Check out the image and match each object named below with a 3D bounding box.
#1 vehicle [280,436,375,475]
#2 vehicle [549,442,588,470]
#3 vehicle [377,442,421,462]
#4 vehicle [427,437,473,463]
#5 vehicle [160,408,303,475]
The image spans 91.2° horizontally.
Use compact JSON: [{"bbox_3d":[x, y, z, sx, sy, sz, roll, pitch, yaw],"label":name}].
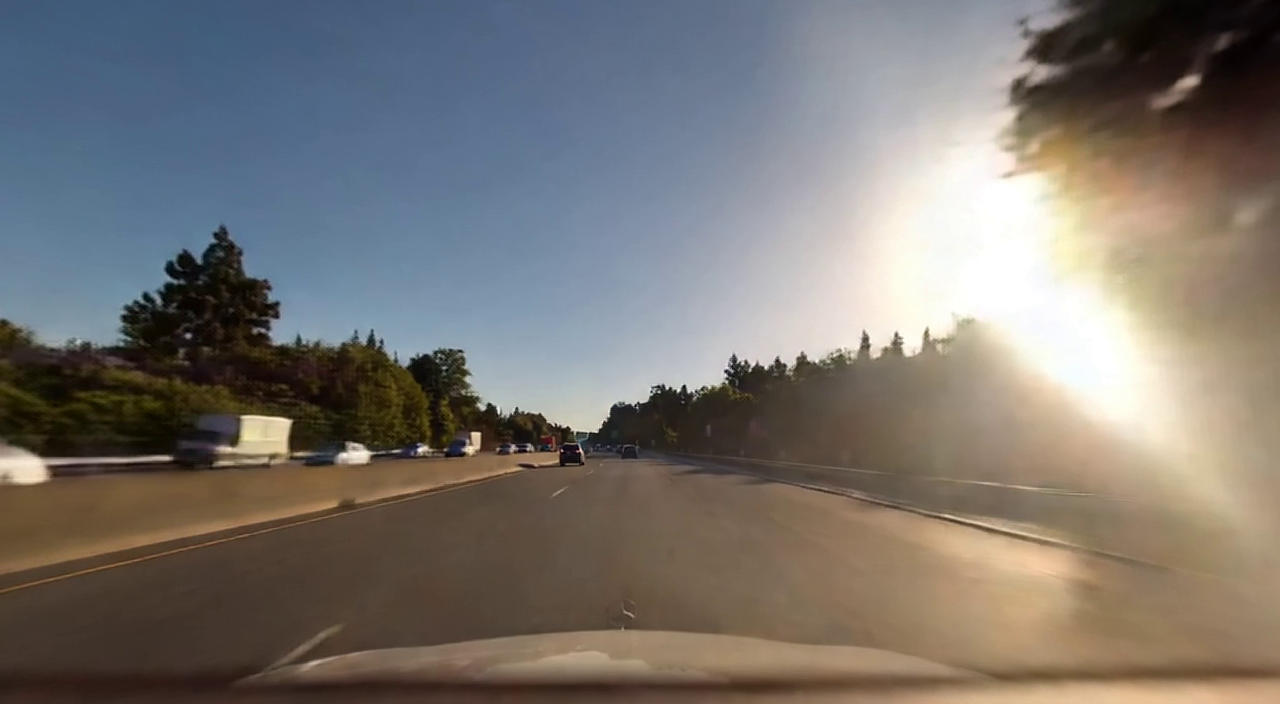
[{"bbox_3d":[-12.775,4.263,25.929,1.862,1.487,4.033,0,-9,0],"label":"vehicle"},{"bbox_3d":[-4.562,6.715,40.705,2.098,1.692,4.038,0,-9,-1],"label":"vehicle"},{"bbox_3d":[-19.015,7.932,49.644,1.907,1.516,4.127,0,-9,-1],"label":"vehicle"},{"bbox_3d":[-13.682,7.101,45.356,1.956,1.714,4.432,0,-9,-1],"label":"vehicle"},{"bbox_3d":[-17.632,3.962,27.595,2.363,2.579,5.795,0,-9,-1],"label":"vehicle"}]
